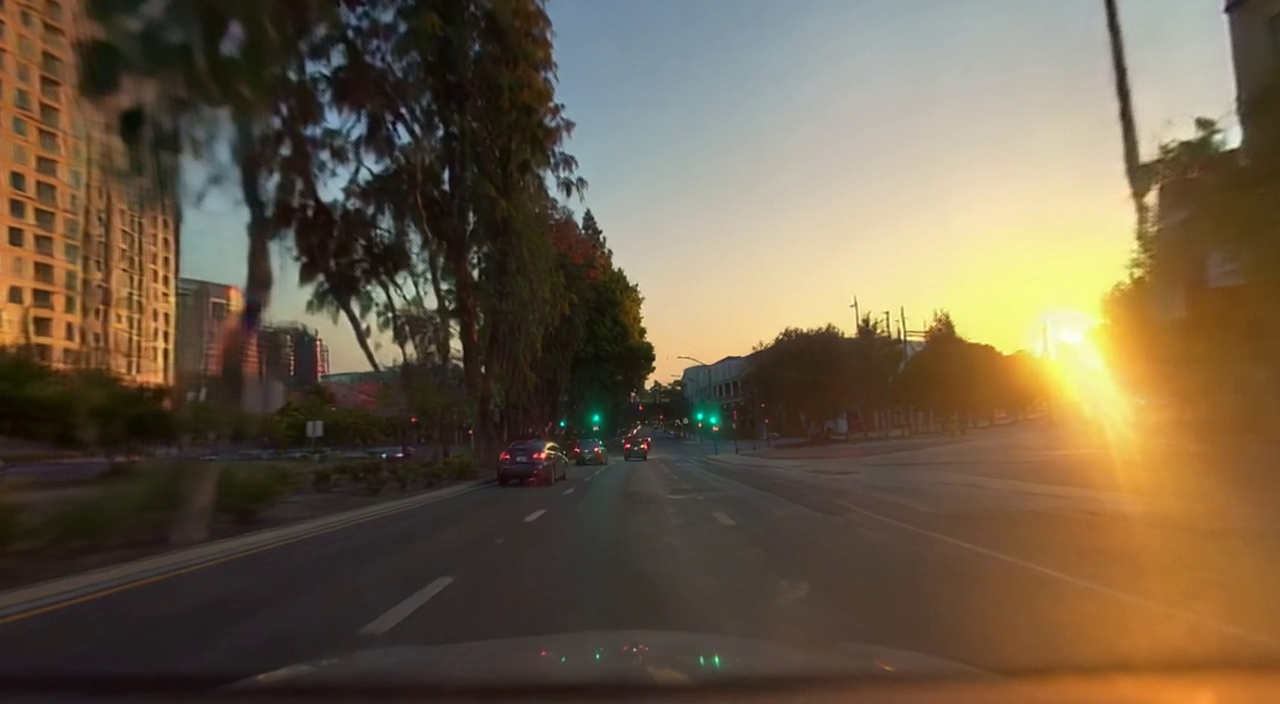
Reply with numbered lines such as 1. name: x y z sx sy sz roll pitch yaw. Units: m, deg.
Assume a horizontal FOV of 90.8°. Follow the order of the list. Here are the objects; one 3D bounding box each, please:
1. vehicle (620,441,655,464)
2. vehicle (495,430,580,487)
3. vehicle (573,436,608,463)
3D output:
1. vehicle: -0.144 6.433 40.585 2.095 1.438 3.843 0 -8 0
2. vehicle: -3.350 3.573 21.566 2.116 1.725 4.315 0 -8 1
3. vehicle: -3.490 6.982 45.349 2.152 1.802 4.628 0 -8 0
